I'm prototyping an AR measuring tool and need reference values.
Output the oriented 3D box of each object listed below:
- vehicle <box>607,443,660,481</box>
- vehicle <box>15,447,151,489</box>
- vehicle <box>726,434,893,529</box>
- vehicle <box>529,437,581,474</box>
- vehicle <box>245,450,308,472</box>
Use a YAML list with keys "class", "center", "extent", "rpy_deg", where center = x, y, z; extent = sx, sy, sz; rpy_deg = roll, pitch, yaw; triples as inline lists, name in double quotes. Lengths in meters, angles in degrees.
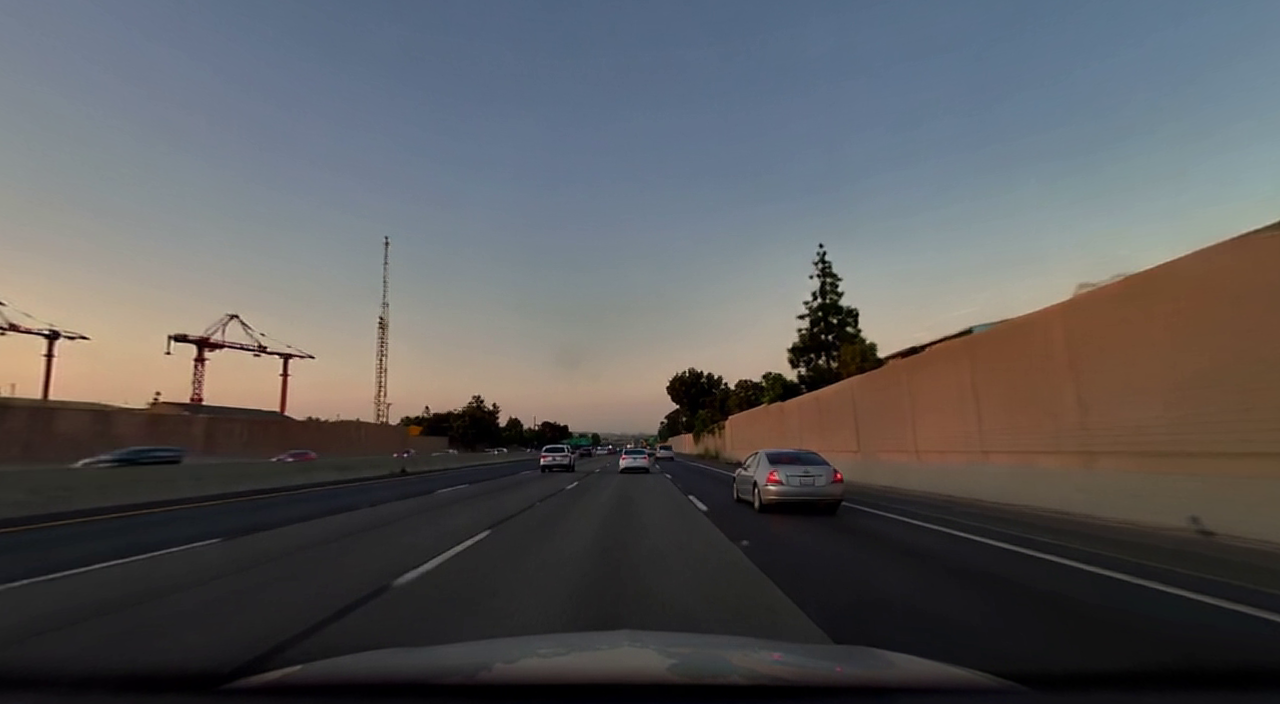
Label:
- class: "vehicle"
  center: [-0.294, 4.561, 26.454]
  extent: [2.045, 1.452, 4.040]
  rpy_deg: [0, -8, -1]
- class: "vehicle"
  center: [-22.026, 4.556, 25.237]
  extent: [1.751, 1.510, 3.999]
  rpy_deg: [0, -8, 0]
- class: "vehicle"
  center: [3.071, 2.448, 12.598]
  extent: [1.917, 1.507, 4.540]
  rpy_deg: [0, -8, -2]
- class: "vehicle"
  center: [-4.371, 5.409, 33.141]
  extent: [2.121, 1.775, 4.335]
  rpy_deg: [0, -8, 1]
- class: "vehicle"
  center: [-25.927, 7.786, 45.254]
  extent: [1.819, 1.477, 4.502]
  rpy_deg: [0, -8, 0]
